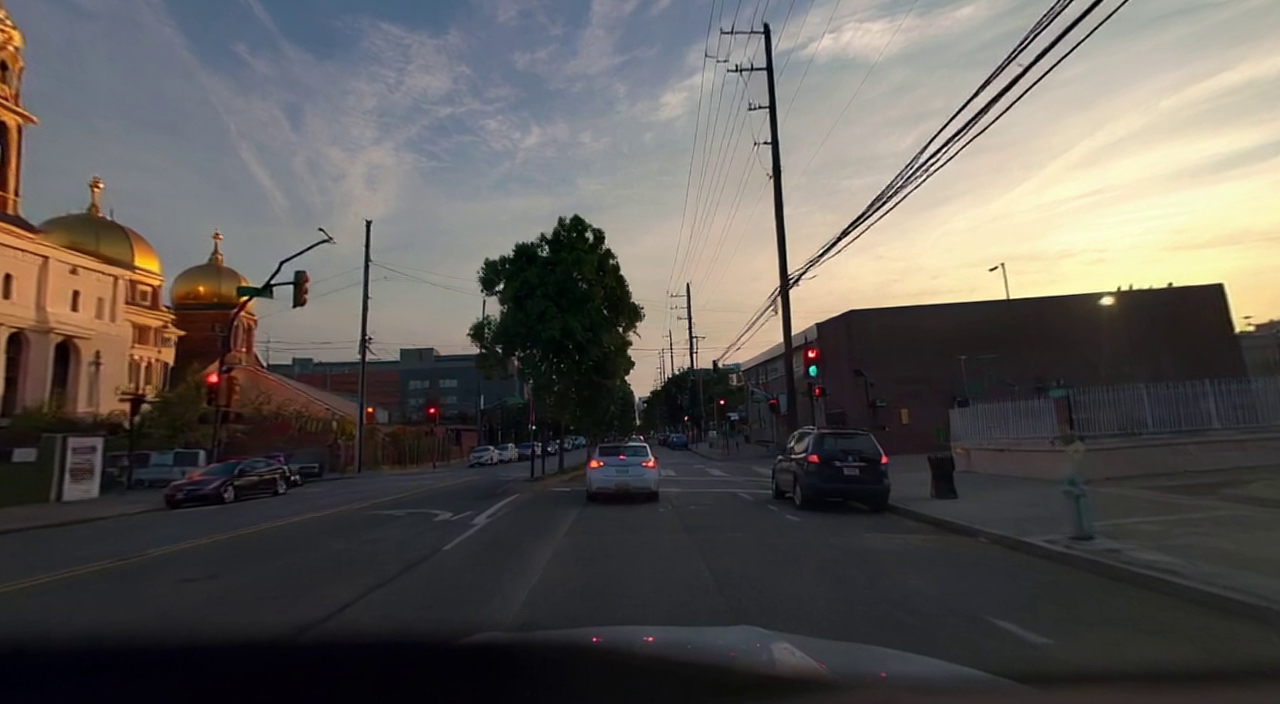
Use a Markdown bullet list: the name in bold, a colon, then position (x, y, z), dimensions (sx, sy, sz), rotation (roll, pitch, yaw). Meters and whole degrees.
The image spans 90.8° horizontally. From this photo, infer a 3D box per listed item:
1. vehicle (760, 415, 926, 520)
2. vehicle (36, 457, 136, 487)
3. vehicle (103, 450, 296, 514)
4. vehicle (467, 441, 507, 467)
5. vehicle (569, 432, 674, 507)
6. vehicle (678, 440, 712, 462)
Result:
- **vehicle**: position (3.887, 2.290, 12.998), dimensions (2.015, 1.780, 4.261), rotation (0, -9, 1)
- **vehicle**: position (-31.770, 6.876, 36.324), dimensions (3.932, 1.671, 1.853), rotation (0, -9, 0)
- **vehicle**: position (-11.985, 3.529, 17.695), dimensions (1.980, 1.502, 4.655), rotation (0, -9, 1)
- **vehicle**: position (-11.961, 7.966, 49.694), dimensions (2.104, 1.830, 4.554), rotation (-3, -8, -2)
- **vehicle**: position (-0.384, 2.623, 14.533), dimensions (2.049, 1.453, 4.299), rotation (0, -9, -1)
- **vehicle**: position (3.891, 7.072, 45.406), dimensions (1.933, 1.479, 4.430), rotation (0, -9, -1)
